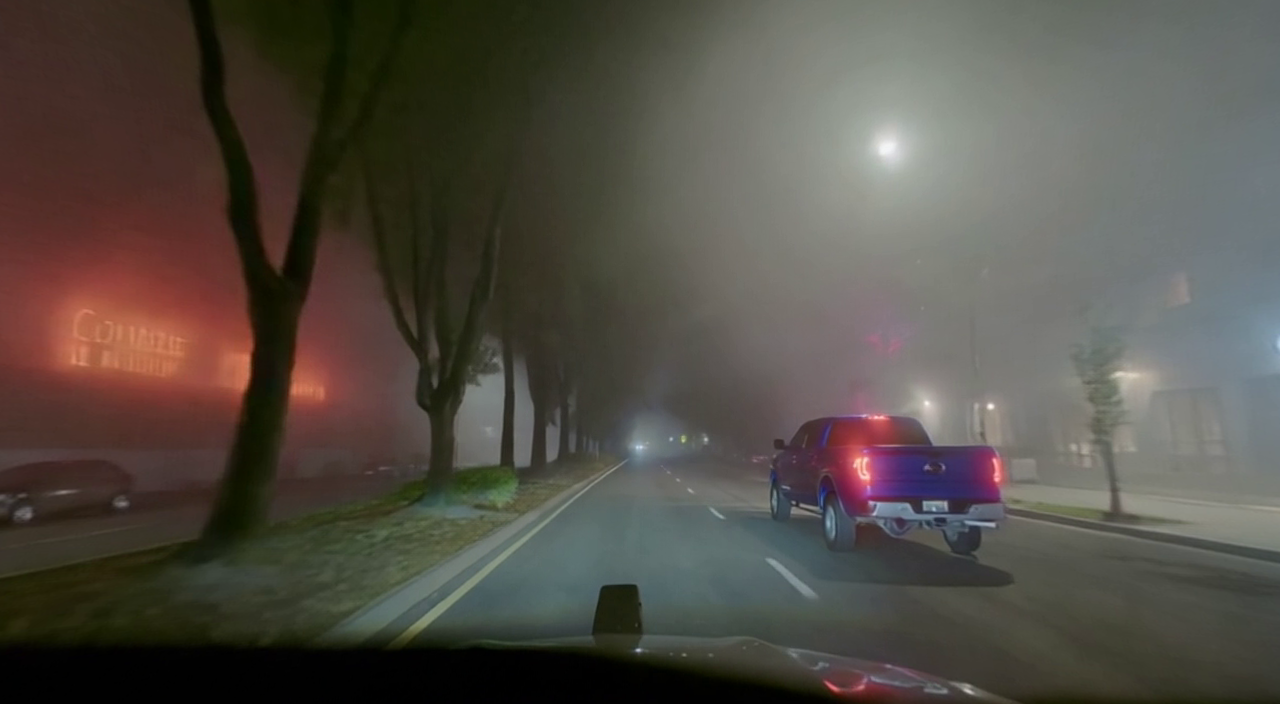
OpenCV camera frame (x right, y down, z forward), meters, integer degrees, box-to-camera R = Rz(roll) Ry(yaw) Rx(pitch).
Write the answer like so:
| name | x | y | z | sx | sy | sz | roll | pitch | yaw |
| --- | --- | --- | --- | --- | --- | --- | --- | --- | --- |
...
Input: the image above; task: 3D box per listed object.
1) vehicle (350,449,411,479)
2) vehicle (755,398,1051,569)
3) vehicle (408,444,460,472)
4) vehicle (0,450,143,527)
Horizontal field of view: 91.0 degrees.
| name | x | y | z | sx | sy | sz | roll | pitch | yaw |
| --- | --- | --- | --- | --- | --- | --- | --- | --- | --- |
| vehicle | -16.008 | 6.902 | 39.108 | 1.919 | 1.616 | 4.723 | -2 | -8 | -1 |
| vehicle | 3.319 | 1.815 | 9.520 | 2.085 | 1.828 | 5.383 | 0 | -9 | -1 |
| vehicle | -15.661 | 8.068 | 48.149 | 2.097 | 1.852 | 5.090 | -3 | -9 | 2 |
| vehicle | -15.905 | 3.513 | 16.735 | 1.913 | 1.734 | 4.357 | 0 | -9 | -3 |
